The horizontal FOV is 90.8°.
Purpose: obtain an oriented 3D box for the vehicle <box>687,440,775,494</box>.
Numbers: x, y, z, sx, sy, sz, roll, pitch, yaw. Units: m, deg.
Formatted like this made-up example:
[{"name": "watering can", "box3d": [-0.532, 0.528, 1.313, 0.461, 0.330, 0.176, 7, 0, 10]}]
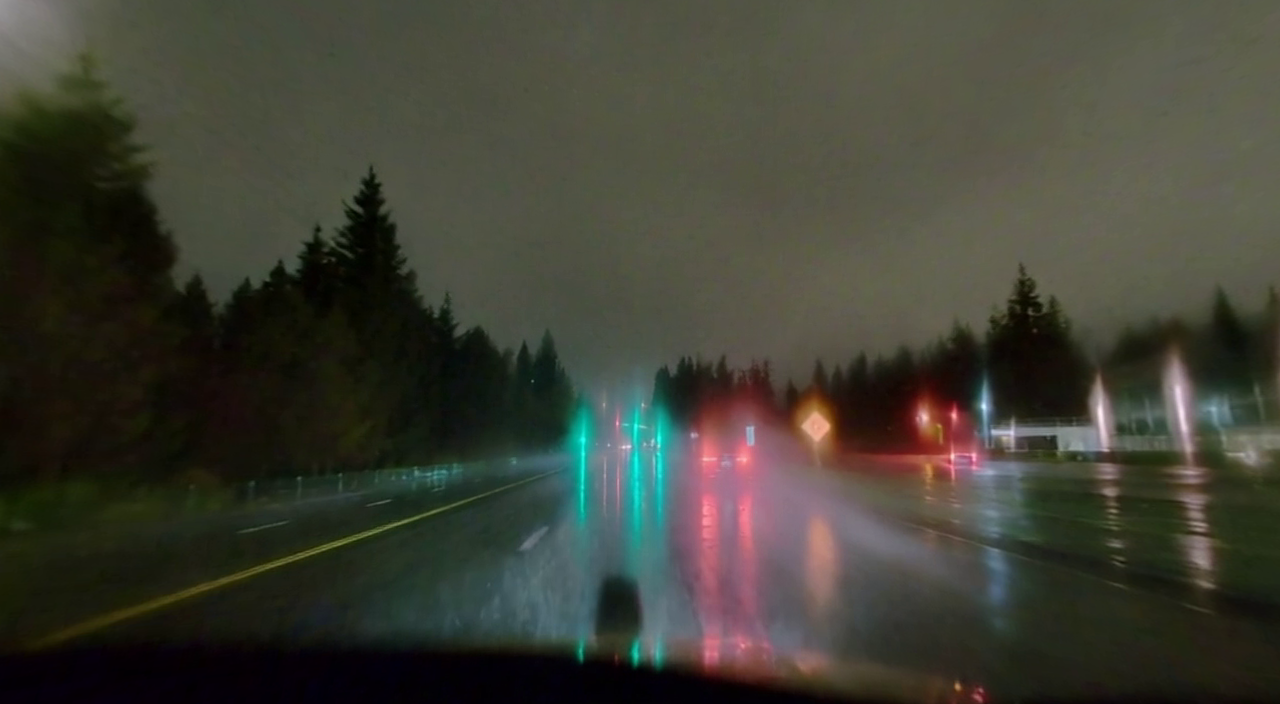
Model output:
[{"name": "vehicle", "box3d": [2.706, 3.549, 19.913, 2.042, 1.469, 4.470, 0, -8, -1]}]
